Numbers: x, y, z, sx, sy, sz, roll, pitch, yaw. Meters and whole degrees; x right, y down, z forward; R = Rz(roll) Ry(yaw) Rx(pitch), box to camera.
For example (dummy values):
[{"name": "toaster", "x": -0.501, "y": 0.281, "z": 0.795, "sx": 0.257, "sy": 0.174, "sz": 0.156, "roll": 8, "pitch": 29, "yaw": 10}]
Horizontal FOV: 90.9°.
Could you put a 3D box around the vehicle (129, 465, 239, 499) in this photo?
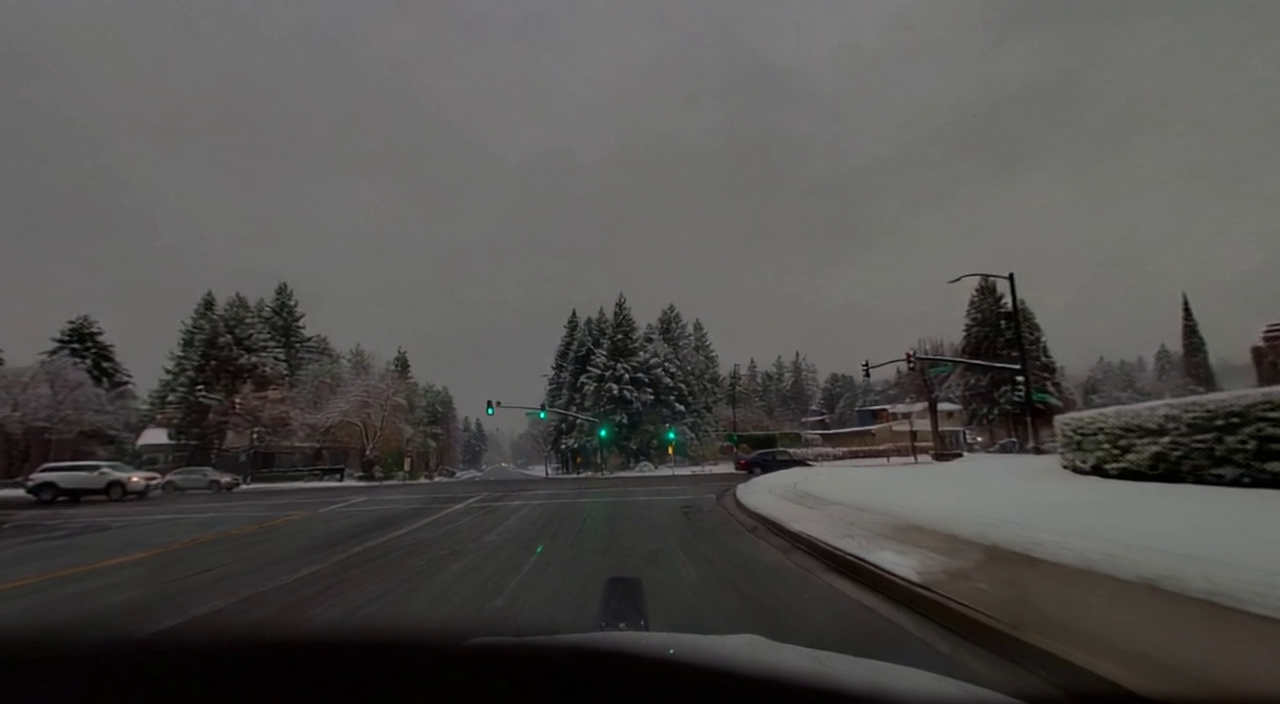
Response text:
[{"name": "vehicle", "x": -26.284, "y": 7.485, "z": 36.442, "sx": 4.664, "sy": 1.728, "sz": 1.959, "roll": 0, "pitch": -9, "yaw": -6}]

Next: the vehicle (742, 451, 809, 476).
[{"name": "vehicle", "x": 9.406, "y": 7.745, "z": 43.824, "sx": 4.106, "sy": 1.583, "sz": 1.806, "roll": 1, "pitch": -9, "yaw": -9}]

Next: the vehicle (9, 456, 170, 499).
[{"name": "vehicle", "x": -25.345, "y": 5.779, "z": 29.227, "sx": 5.107, "sy": 1.749, "sz": 2.254, "roll": 0, "pitch": -9, "yaw": -6}]

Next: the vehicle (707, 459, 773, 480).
[{"name": "vehicle", "x": 7.453, "y": 8.775, "z": 47.103, "sx": 4.510, "sy": 1.461, "sz": 1.828, "roll": 1, "pitch": -9, "yaw": -9}]
